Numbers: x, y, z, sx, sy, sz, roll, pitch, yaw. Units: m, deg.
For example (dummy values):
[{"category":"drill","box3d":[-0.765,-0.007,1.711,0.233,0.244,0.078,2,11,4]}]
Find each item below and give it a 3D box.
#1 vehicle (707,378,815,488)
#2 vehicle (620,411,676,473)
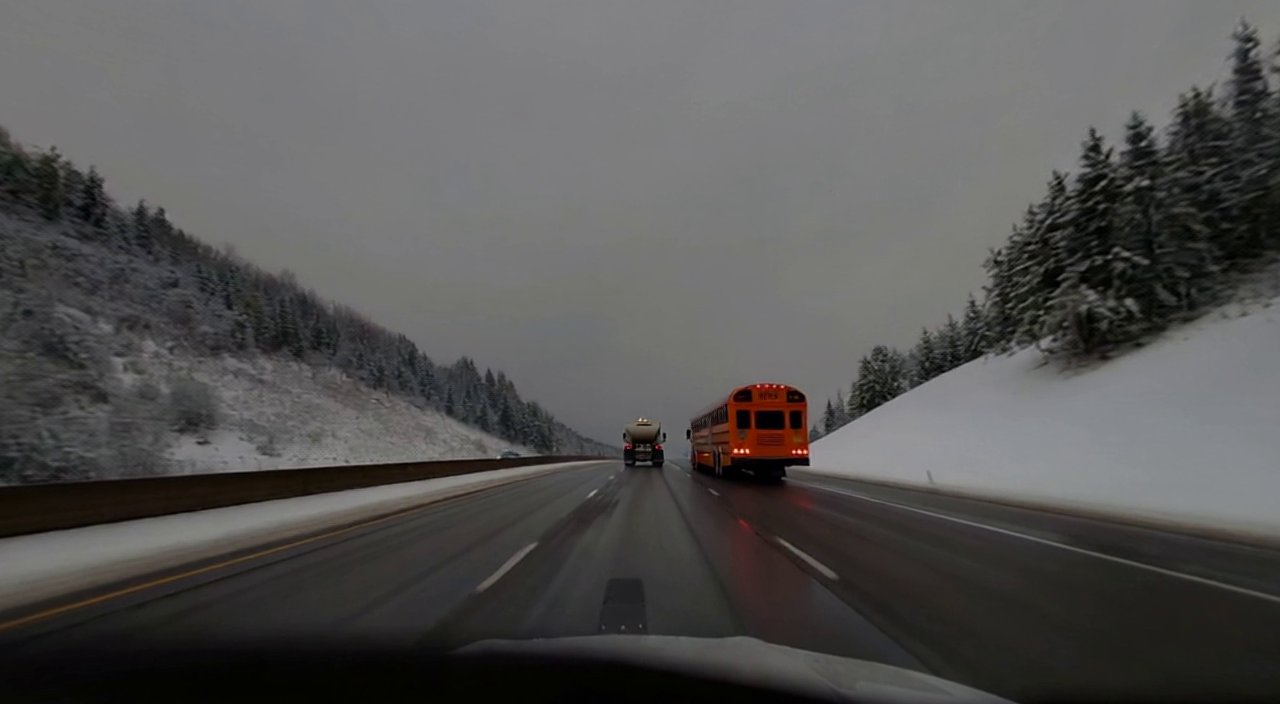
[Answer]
[{"category":"vehicle","box3d":[4.438,3.222,24.819,2.716,3.705,7.018,0,-8,-1]},{"category":"vehicle","box3d":[0.453,5.575,38.840,2.948,3.265,10.569,0,-8,0]}]
